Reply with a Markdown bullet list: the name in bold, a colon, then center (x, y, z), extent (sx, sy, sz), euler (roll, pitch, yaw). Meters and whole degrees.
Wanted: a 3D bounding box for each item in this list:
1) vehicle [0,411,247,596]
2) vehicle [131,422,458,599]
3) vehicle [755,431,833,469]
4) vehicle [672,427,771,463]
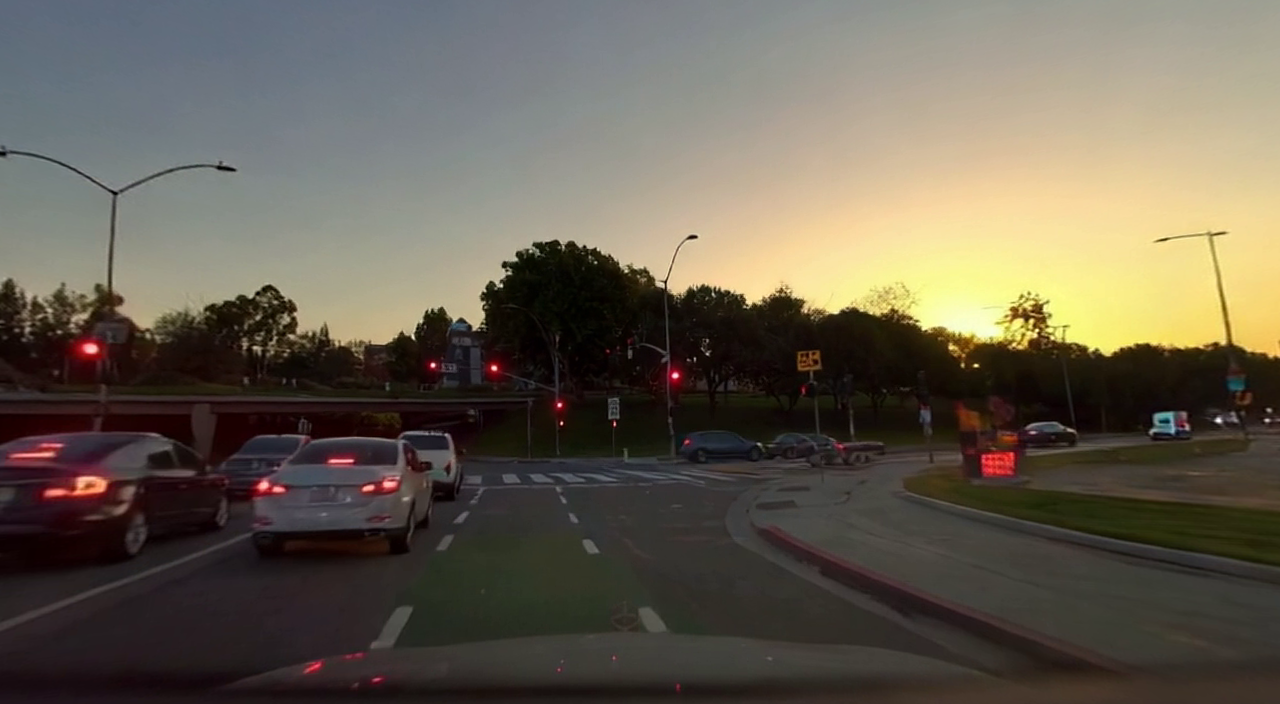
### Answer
- **vehicle**: center (-7.087, 1.676, 7.836), extent (2.057, 1.610, 4.891), euler (2, -9, -11)
- **vehicle**: center (-3.656, 1.716, 7.859), extent (2.176, 1.489, 4.518), euler (1, -9, -10)
- **vehicle**: center (7.308, 4.599, 29.711), extent (1.908, 1.622, 4.166), euler (-7, -11, 38)
- **vehicle**: center (4.635, 5.334, 36.194), extent (5.144, 1.954, 2.122), euler (3, -9, -19)
